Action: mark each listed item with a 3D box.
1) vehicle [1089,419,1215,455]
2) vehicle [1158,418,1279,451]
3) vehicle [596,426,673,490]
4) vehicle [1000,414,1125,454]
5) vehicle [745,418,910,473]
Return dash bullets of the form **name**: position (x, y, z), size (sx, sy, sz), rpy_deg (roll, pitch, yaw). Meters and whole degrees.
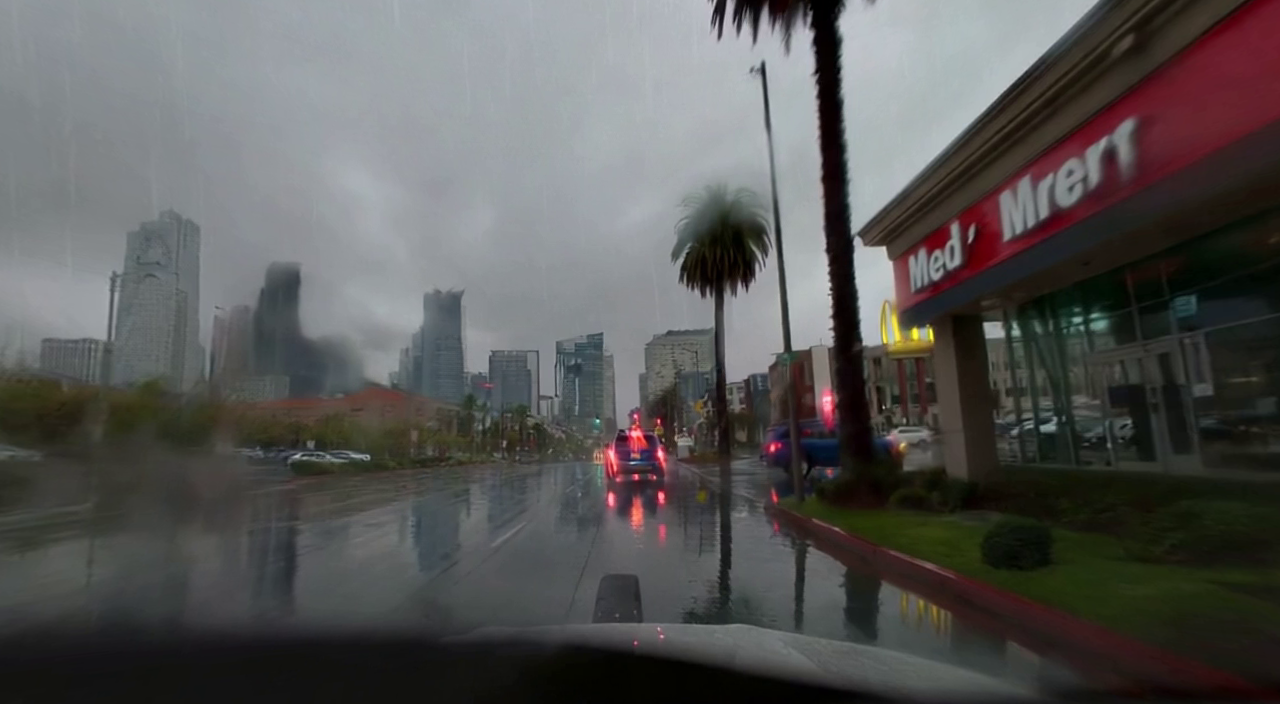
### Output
- **vehicle**: position (24.204, 4.074, 30.041), size (1.867, 1.571, 4.153), rpy_deg (3, -9, -20)
- **vehicle**: position (28.017, 4.002, 30.390), size (1.823, 1.443, 4.305), rpy_deg (4, -10, -27)
- **vehicle**: position (-0.195, 3.349, 20.219), size (2.234, 1.818, 3.869), rpy_deg (0, -9, -1)
- **vehicle**: position (19.969, 3.973, 30.269), size (2.080, 1.702, 5.430), rpy_deg (0, -8, -2)
- **vehicle**: position (6.182, 3.167, 21.366), size (4.828, 1.733, 2.231), rpy_deg (0, -9, -1)
